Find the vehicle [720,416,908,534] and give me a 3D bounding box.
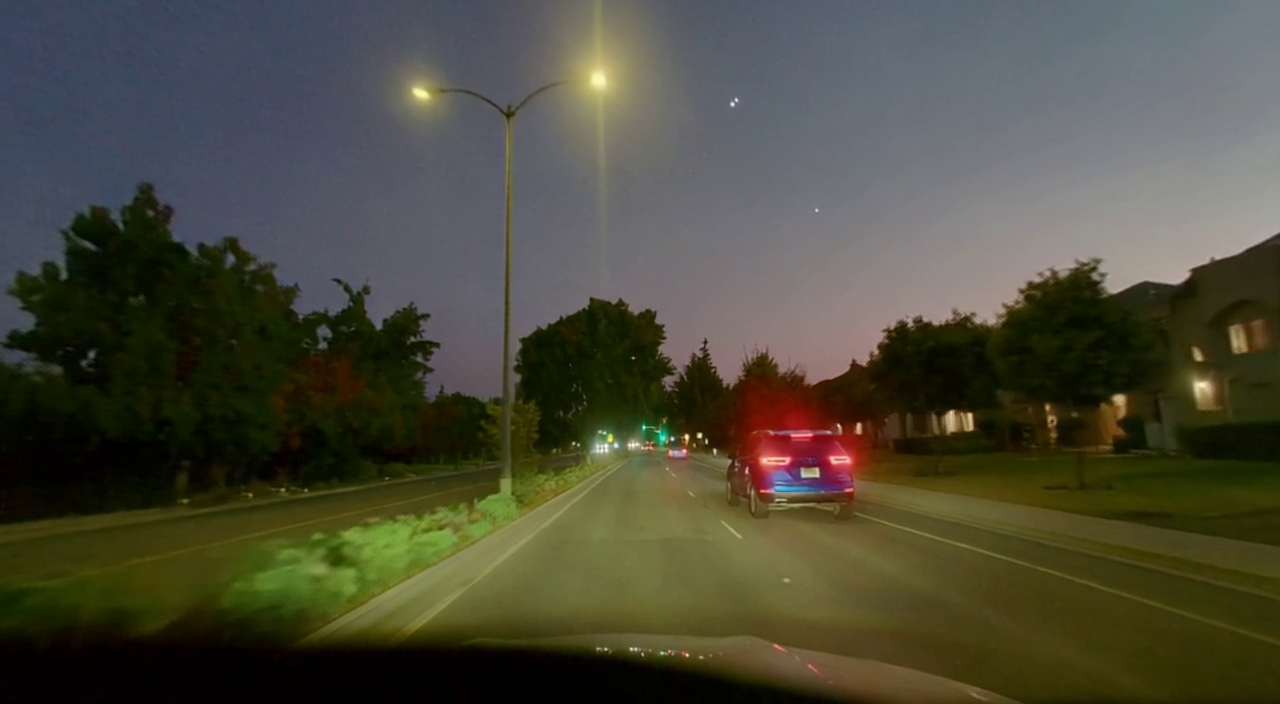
[{"bbox_3d":[2.943,2.208,11.945,2.180,1.773,4.639,0,-8,-1],"label":"vehicle"}]
